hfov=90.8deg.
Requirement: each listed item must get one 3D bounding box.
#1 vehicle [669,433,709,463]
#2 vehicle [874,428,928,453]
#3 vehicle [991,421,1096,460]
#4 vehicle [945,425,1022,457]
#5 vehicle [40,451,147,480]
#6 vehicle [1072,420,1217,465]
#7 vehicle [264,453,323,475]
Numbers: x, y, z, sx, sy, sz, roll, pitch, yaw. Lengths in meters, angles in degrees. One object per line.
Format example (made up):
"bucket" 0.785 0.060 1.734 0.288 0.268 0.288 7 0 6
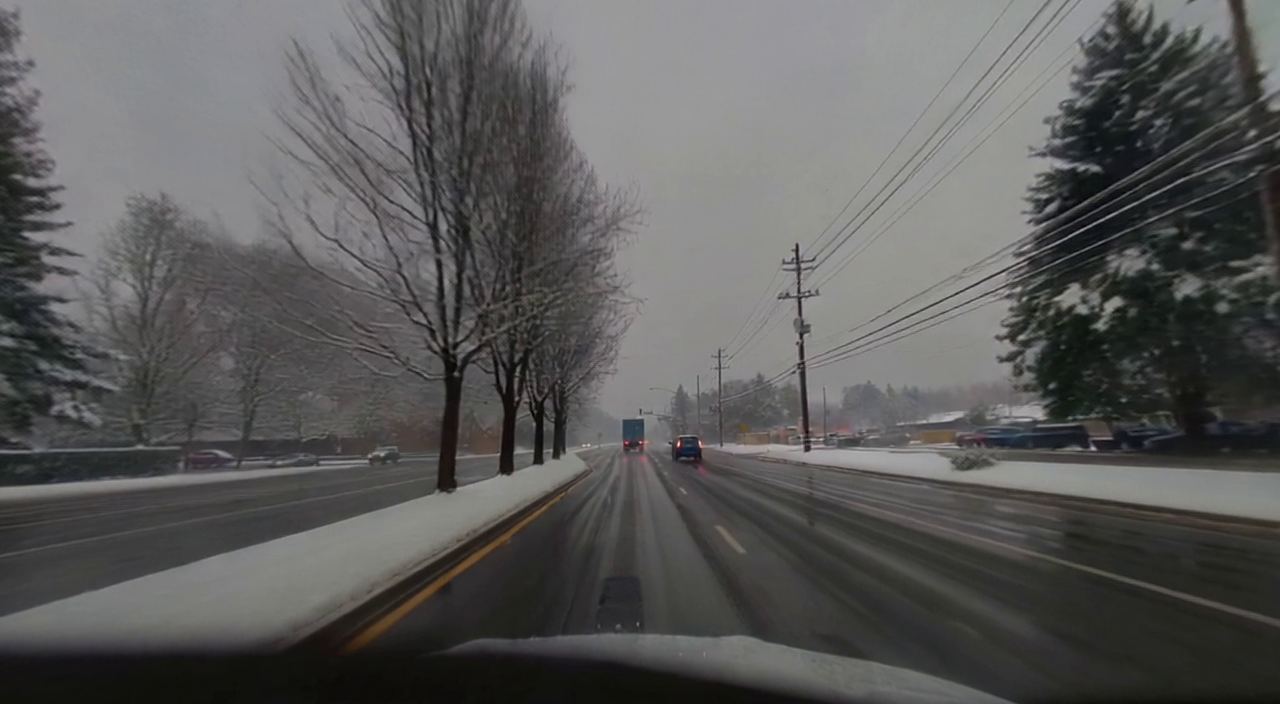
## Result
"vehicle" 3.053 6.073 40.085 2.086 1.803 4.607 0 -8 -1
"vehicle" 20.335 6.973 49.503 1.993 1.854 5.008 0 -8 -1
"vehicle" 20.048 4.441 31.718 1.941 1.784 4.967 0 -8 -1
"vehicle" 20.070 5.250 37.180 1.939 1.753 4.469 0 -8 0
"vehicle" -34.492 7.172 39.973 4.598 1.717 2.289 0 -8 -1
"vehicle" 20.239 3.684 25.694 2.021 1.640 4.620 0 -8 0
"vehicle" -26.298 8.501 48.152 1.883 1.482 4.779 0 -8 -2
